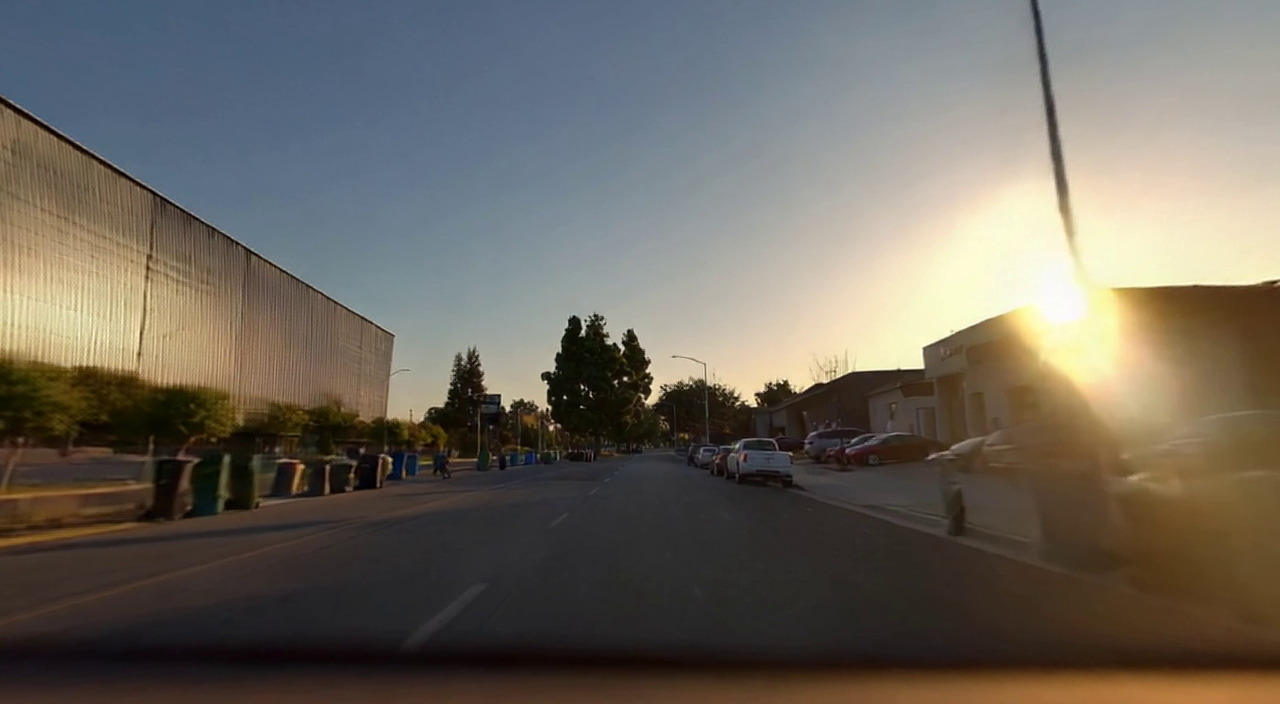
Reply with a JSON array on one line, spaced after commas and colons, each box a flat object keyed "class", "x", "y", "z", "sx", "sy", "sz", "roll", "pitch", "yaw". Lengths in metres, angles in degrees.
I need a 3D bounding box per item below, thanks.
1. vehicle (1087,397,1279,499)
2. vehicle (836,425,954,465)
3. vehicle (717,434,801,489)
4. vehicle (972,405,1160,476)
[{"class": "vehicle", "x": 11.649, "y": 1.760, "z": 12.217, "sx": 4.418, "sy": 1.532, "sz": 1.889, "roll": -6, "pitch": -10, "yaw": -3}, {"class": "vehicle", "x": 12.188, "y": 4.502, "z": 30.432, "sx": 4.778, "sy": 1.520, "sz": 2.020, "roll": -5, "pitch": -9, "yaw": 7}, {"class": "vehicle", "x": 4.188, "y": 3.938, "z": 23.139, "sx": 2.078, "sy": 1.771, "sz": 5.174, "roll": 0, "pitch": -8, "yaw": 0}, {"class": "vehicle", "x": 12.495, "y": 2.622, "z": 18.679, "sx": 4.067, "sy": 1.732, "sz": 1.983, "roll": -3, "pitch": -8, "yaw": -5}]
